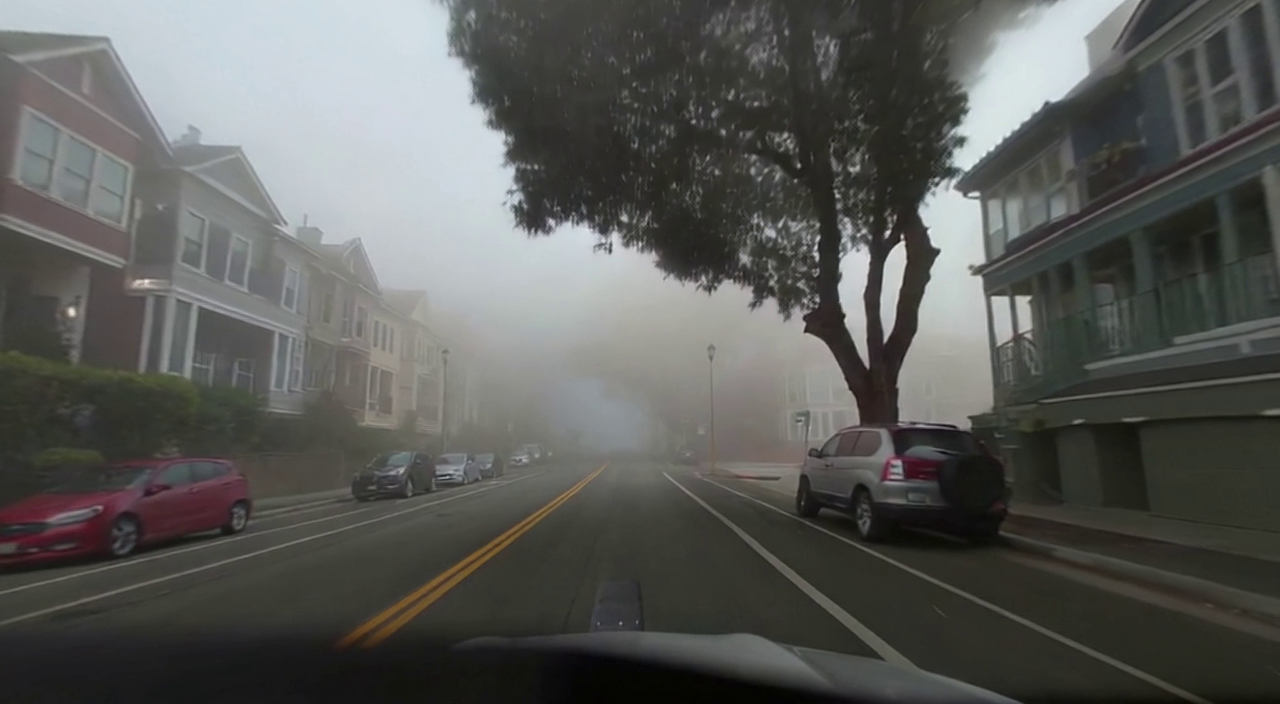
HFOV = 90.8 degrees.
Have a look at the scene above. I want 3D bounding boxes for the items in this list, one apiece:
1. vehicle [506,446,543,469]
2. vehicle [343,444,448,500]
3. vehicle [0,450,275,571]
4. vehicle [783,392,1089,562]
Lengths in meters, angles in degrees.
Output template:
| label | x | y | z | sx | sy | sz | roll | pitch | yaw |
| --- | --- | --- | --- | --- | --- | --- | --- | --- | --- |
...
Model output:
| label | x | y | z | sx | sy | sz | roll | pitch | yaw |
| --- | --- | --- | --- | --- | --- | --- | --- | --- | --- |
| vehicle | -8.362 | 7.657 | 46.085 | 1.967 | 1.517 | 4.360 | 0 | -9 | -2 |
| vehicle | -8.203 | 4.029 | 21.663 | 1.919 | 1.698 | 4.328 | 0 | -9 | -1 |
| vehicle | -8.283 | 2.403 | 10.424 | 1.983 | 1.514 | 4.459 | 0 | -9 | -2 |
| vehicle | 4.279 | 1.958 | 10.668 | 2.393 | 2.075 | 5.683 | 0 | -9 | 0 |
